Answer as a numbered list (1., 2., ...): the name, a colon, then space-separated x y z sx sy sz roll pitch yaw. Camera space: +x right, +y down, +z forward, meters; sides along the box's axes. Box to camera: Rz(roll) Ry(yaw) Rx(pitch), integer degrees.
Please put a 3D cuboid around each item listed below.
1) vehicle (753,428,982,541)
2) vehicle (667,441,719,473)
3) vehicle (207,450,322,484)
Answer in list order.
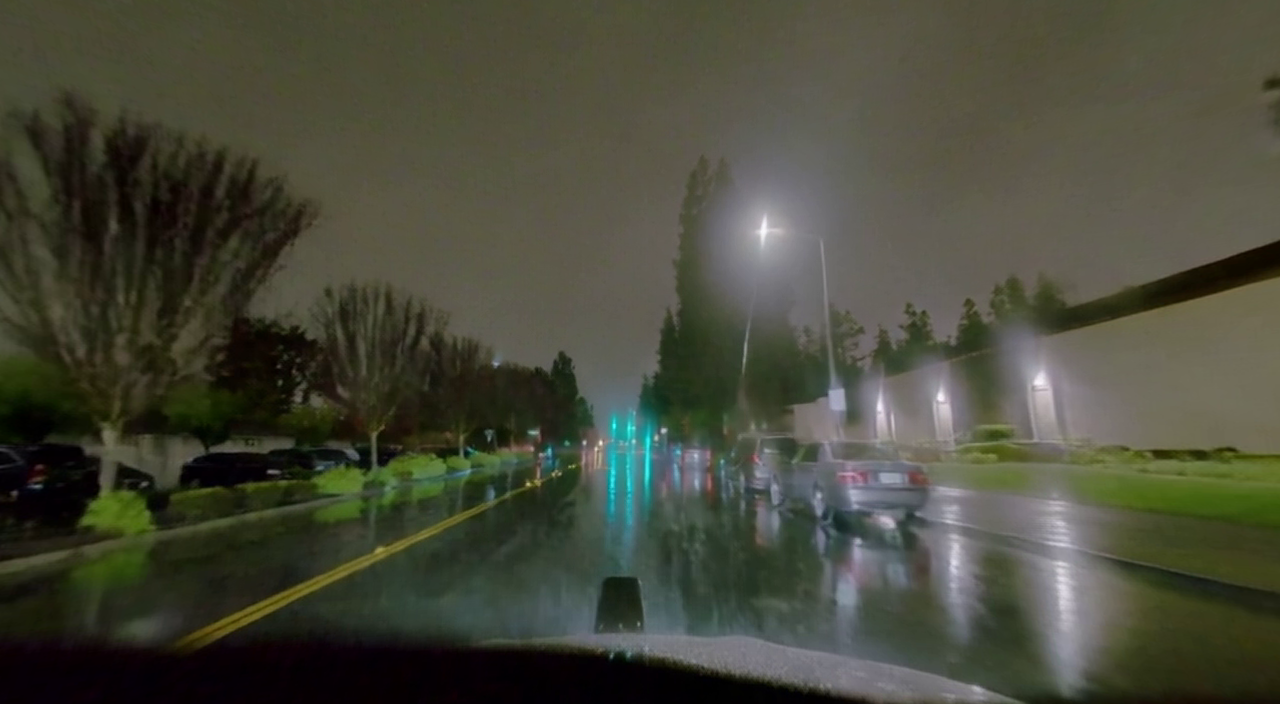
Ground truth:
1. vehicle: 3.631 2.211 11.341 1.933 1.528 5.006 0 -8 -4
2. vehicle: 2.660 5.425 32.961 1.952 1.538 5.215 0 -8 -4
3. vehicle: -17.500 5.348 29.503 4.491 1.455 1.959 -3 -9 16
